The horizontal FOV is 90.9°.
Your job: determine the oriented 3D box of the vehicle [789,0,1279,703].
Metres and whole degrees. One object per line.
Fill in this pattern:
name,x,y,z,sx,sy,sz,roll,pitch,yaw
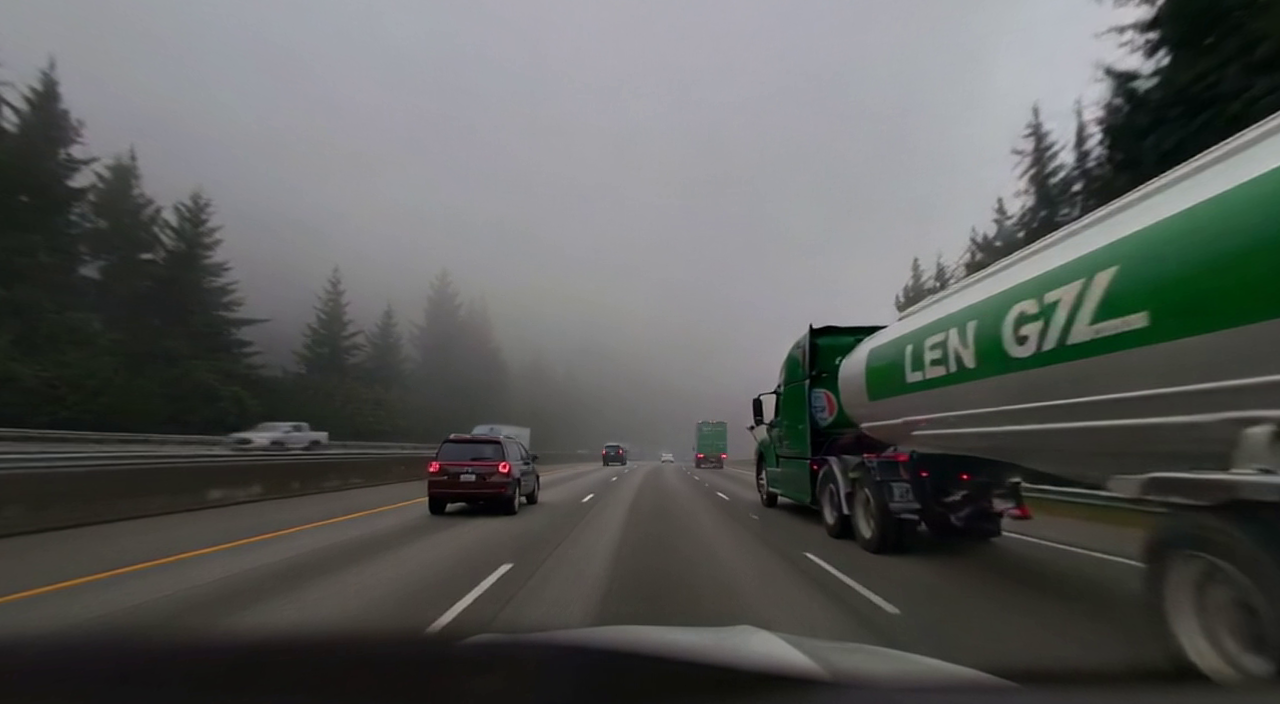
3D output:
vehicle,4.311,0.685,6.699,2.732,3.585,11.338,0,-9,0

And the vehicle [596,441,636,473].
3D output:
vehicle,-1.568,7.147,42.917,2.201,2.038,5.065,-1,-9,4

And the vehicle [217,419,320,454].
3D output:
vehicle,-17.327,4.044,29.706,1.834,1.515,4.605,-1,-9,3

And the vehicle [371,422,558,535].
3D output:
vehicle,-3.006,2.313,12.013,2.205,1.728,4.397,0,-9,1
